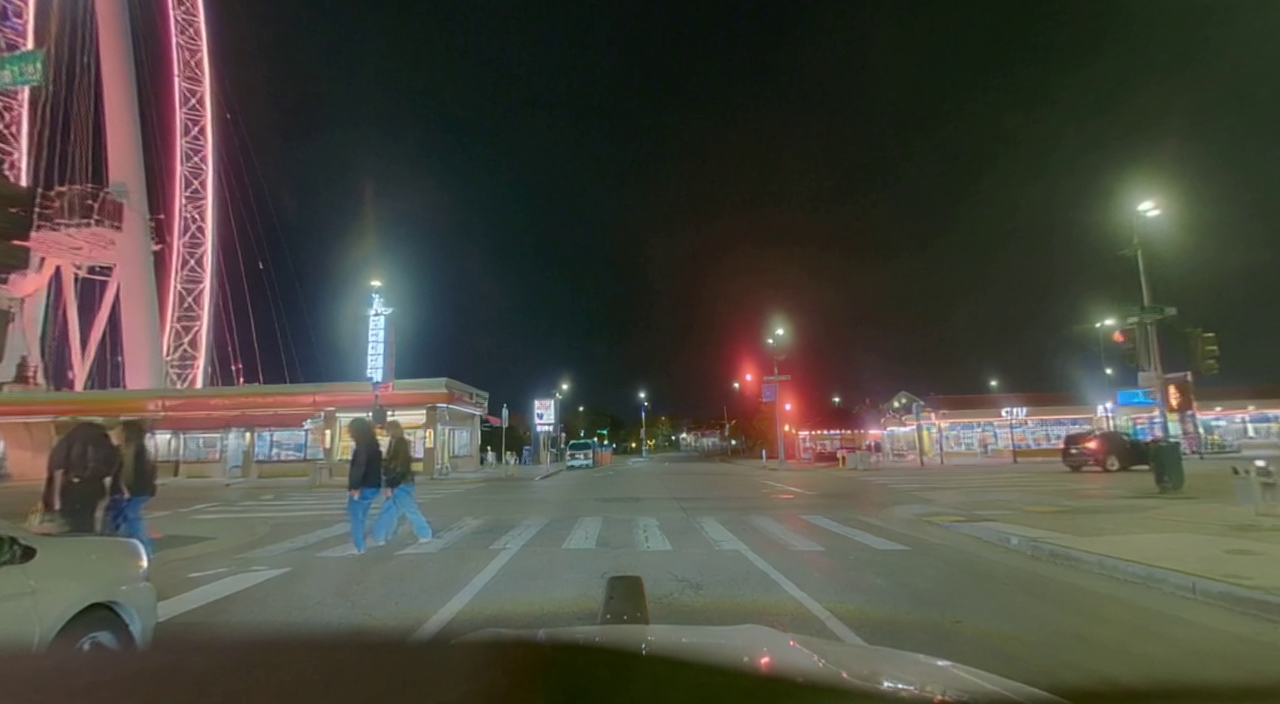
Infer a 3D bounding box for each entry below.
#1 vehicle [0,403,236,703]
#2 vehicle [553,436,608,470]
[{"bbox_3d":[-3.377,0.787,1.190,1.940,1.505,4.676,-1,-9,3],"label":"vehicle"},{"bbox_3d":[-3.888,6.408,40.250,2.549,2.000,5.699,2,-9,-15],"label":"vehicle"}]
